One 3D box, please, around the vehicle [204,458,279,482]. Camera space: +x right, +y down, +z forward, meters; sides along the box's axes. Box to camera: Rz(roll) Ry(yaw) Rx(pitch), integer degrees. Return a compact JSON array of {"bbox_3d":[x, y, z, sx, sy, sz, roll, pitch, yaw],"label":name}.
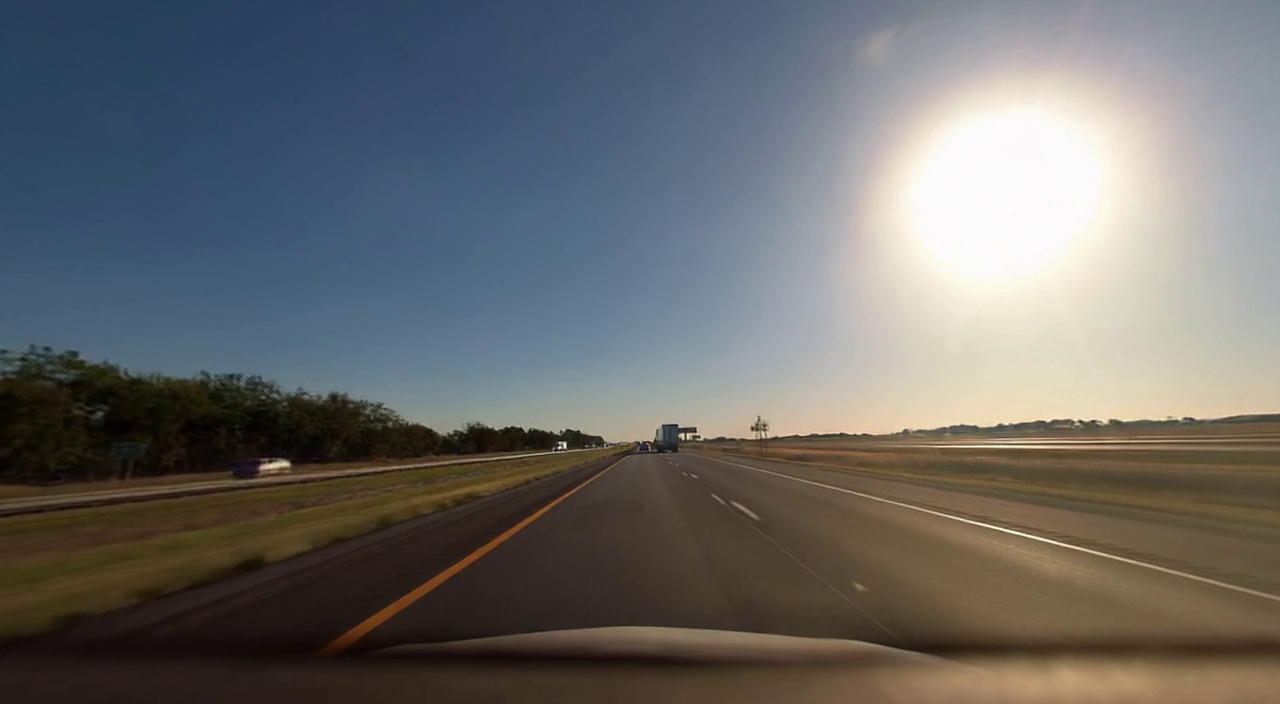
[{"bbox_3d":[-29.940,8.849,47.393,2.373,1.630,4.957,0,-8,0],"label":"vehicle"}]
